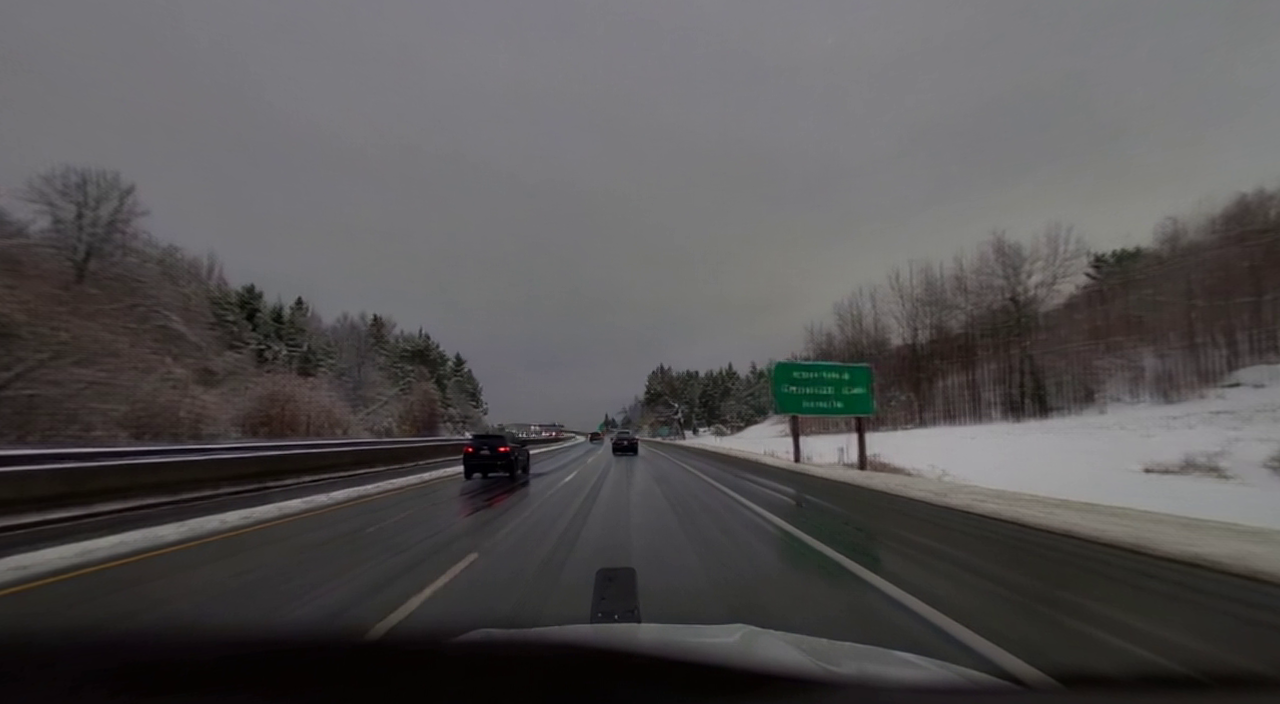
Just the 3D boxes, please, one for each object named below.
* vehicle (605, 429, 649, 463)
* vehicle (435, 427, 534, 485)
[{"bbox_3d":[-0.694,4.885,32.961,2.162,1.616,4.242,0,-8,-1],"label":"vehicle"},{"bbox_3d":[-4.509,3.061,18.930,1.975,1.518,4.242,0,-8,-1],"label":"vehicle"}]
